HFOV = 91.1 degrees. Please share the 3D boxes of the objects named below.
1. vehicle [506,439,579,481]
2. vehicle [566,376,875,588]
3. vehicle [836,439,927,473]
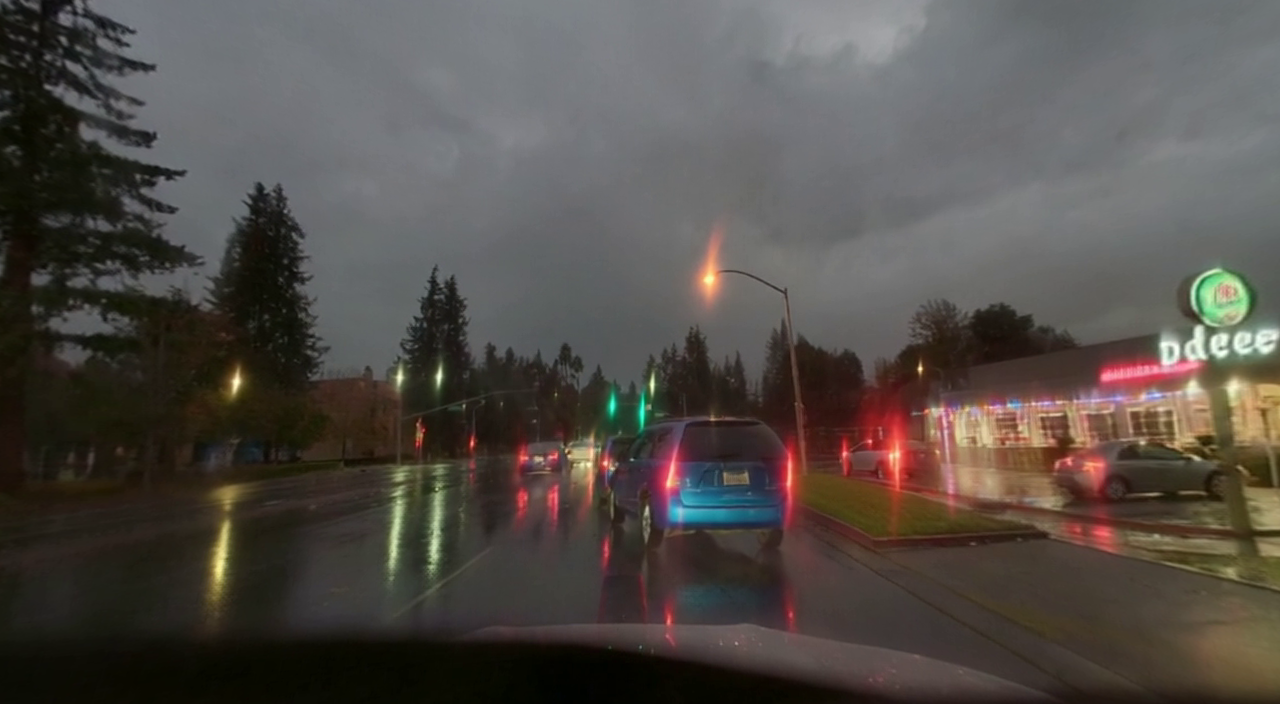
[{"bbox_3d":[-3.657,4.162,24.441,2.026,1.466,4.282,0,-8,2],"label":"vehicle"},{"bbox_3d":[0.628,1.568,8.409,2.052,1.955,4.642,3,-9,-21],"label":"vehicle"},{"bbox_3d":[12.130,5.216,31.598,3.811,1.557,1.800,1,-9,-10],"label":"vehicle"}]
